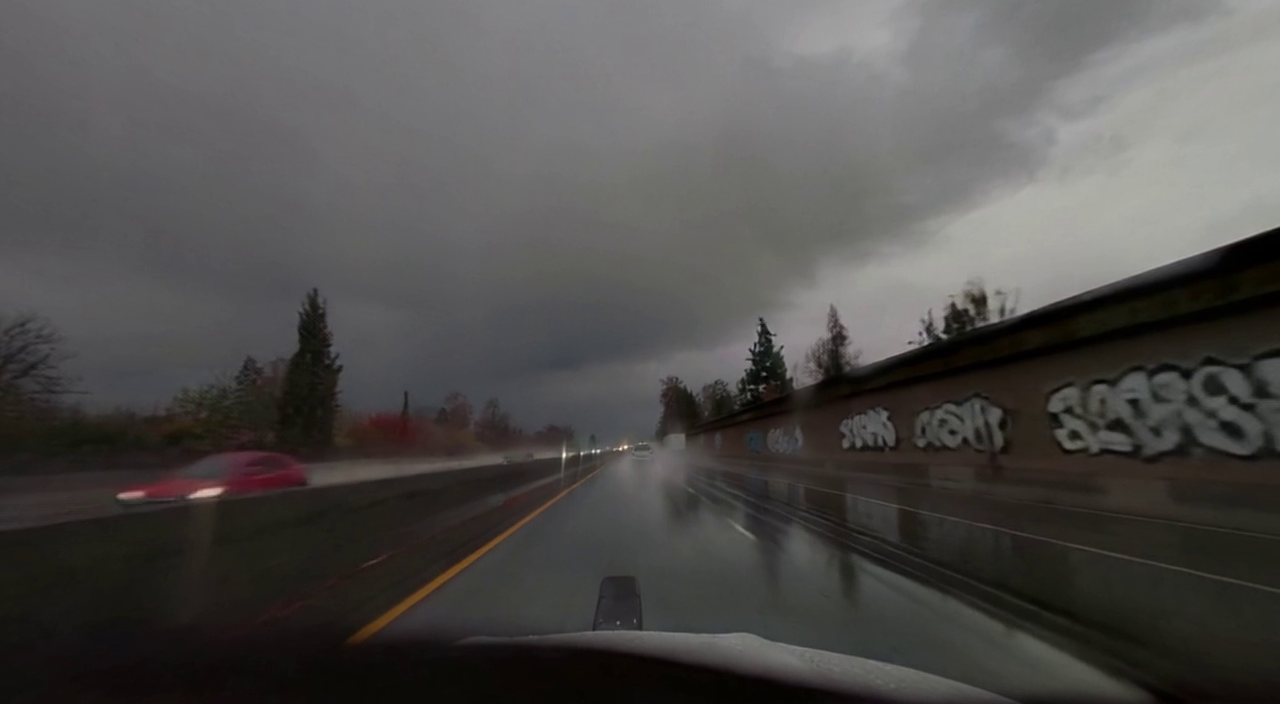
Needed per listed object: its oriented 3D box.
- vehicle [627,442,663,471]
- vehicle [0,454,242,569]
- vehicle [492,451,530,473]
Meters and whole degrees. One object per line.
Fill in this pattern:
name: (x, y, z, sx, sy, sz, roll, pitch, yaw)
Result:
vehicle: (0.263, 6.508, 39.042, 2.095, 1.671, 4.219, 0, -9, -1)
vehicle: (-9.110, 2.512, 10.652, 1.895, 1.498, 4.329, 0, -9, -1)
vehicle: (-9.563, 8.144, 46.751, 1.904, 1.499, 4.352, -1, -9, 0)
